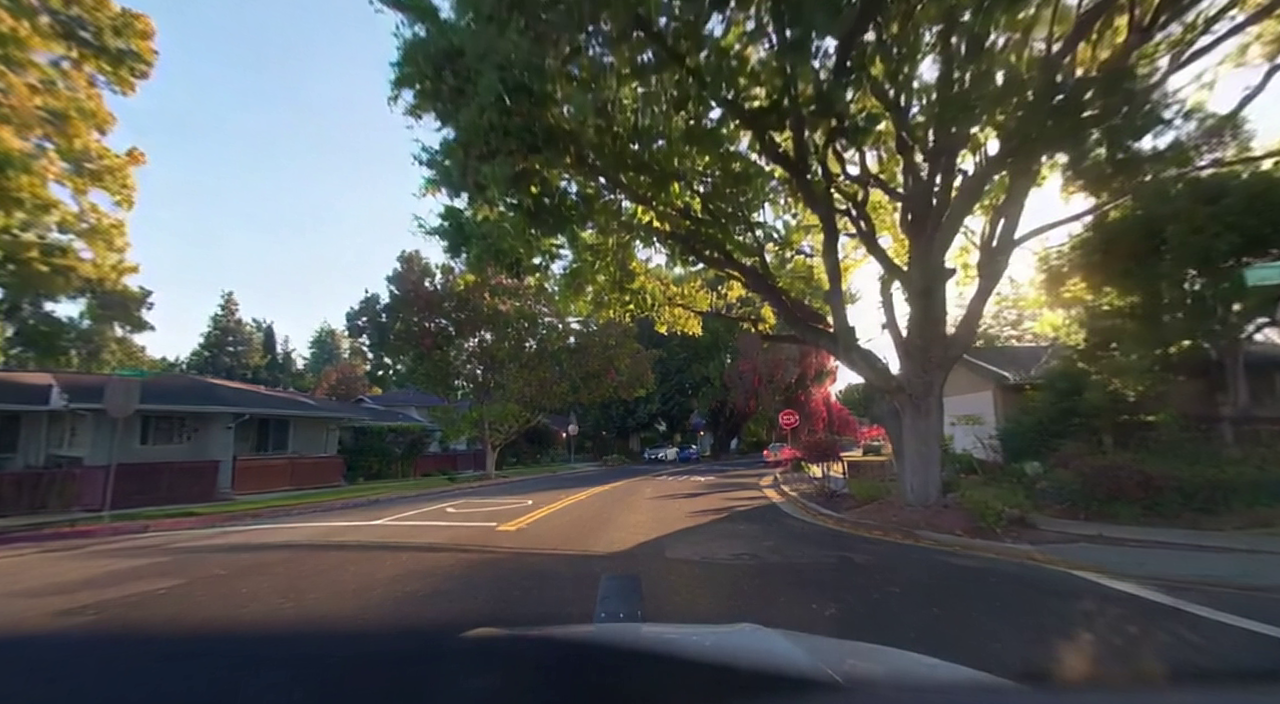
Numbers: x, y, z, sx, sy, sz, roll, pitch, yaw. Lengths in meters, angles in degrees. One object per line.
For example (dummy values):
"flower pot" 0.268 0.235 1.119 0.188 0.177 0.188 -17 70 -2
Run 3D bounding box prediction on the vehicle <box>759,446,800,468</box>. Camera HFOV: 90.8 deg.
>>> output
"vehicle" 10.065 7.498 45.298 2.045 1.478 4.914 -4 -9 22
